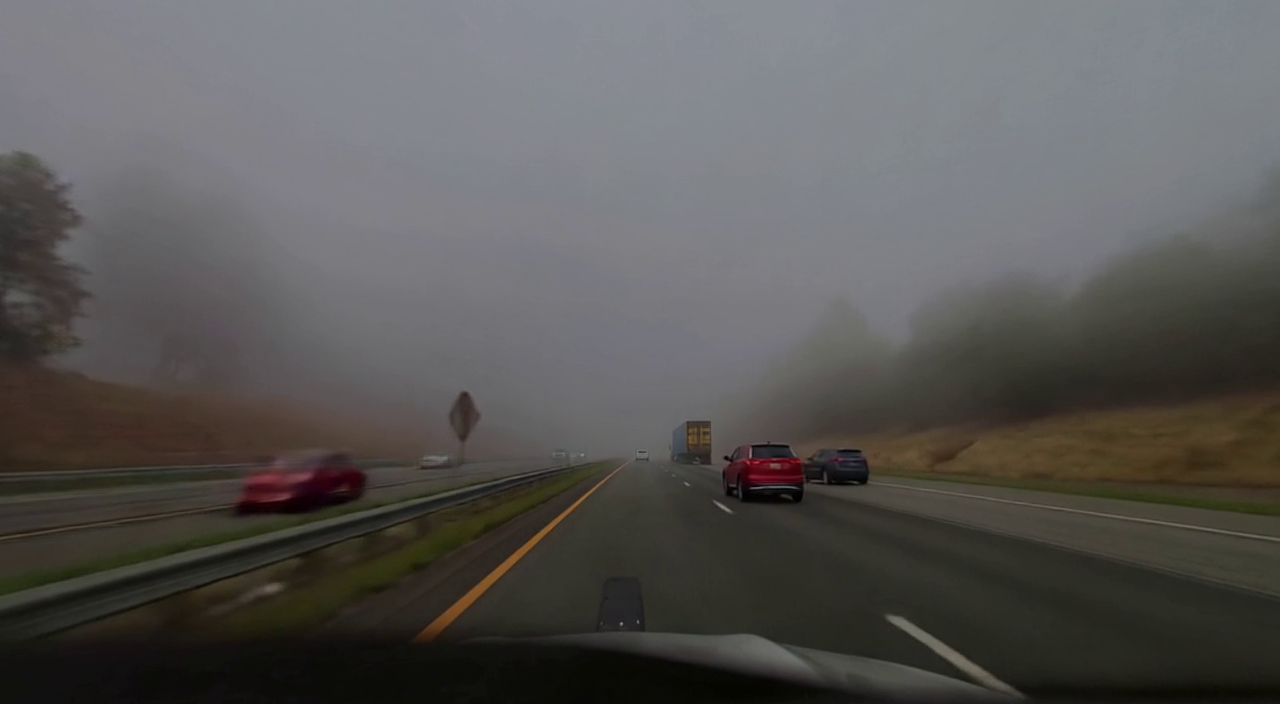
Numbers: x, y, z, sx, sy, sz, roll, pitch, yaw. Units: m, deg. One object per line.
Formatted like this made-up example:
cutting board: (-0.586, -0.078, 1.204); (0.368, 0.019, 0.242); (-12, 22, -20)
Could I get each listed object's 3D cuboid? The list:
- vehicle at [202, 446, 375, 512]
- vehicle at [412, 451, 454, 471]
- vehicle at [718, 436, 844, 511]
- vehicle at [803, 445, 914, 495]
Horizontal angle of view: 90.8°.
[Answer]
vehicle: (-8.917, 3.228, 16.588); (1.930, 1.468, 4.495); (0, -9, 0)
vehicle: (-15.594, 8.217, 47.721); (1.856, 1.488, 4.033); (0, -9, -1)
vehicle: (3.452, 3.090, 16.481); (2.130, 1.658, 4.537); (0, -9, -2)
vehicle: (7.162, 3.907, 21.283); (2.024, 1.471, 4.618); (0, -9, -1)
